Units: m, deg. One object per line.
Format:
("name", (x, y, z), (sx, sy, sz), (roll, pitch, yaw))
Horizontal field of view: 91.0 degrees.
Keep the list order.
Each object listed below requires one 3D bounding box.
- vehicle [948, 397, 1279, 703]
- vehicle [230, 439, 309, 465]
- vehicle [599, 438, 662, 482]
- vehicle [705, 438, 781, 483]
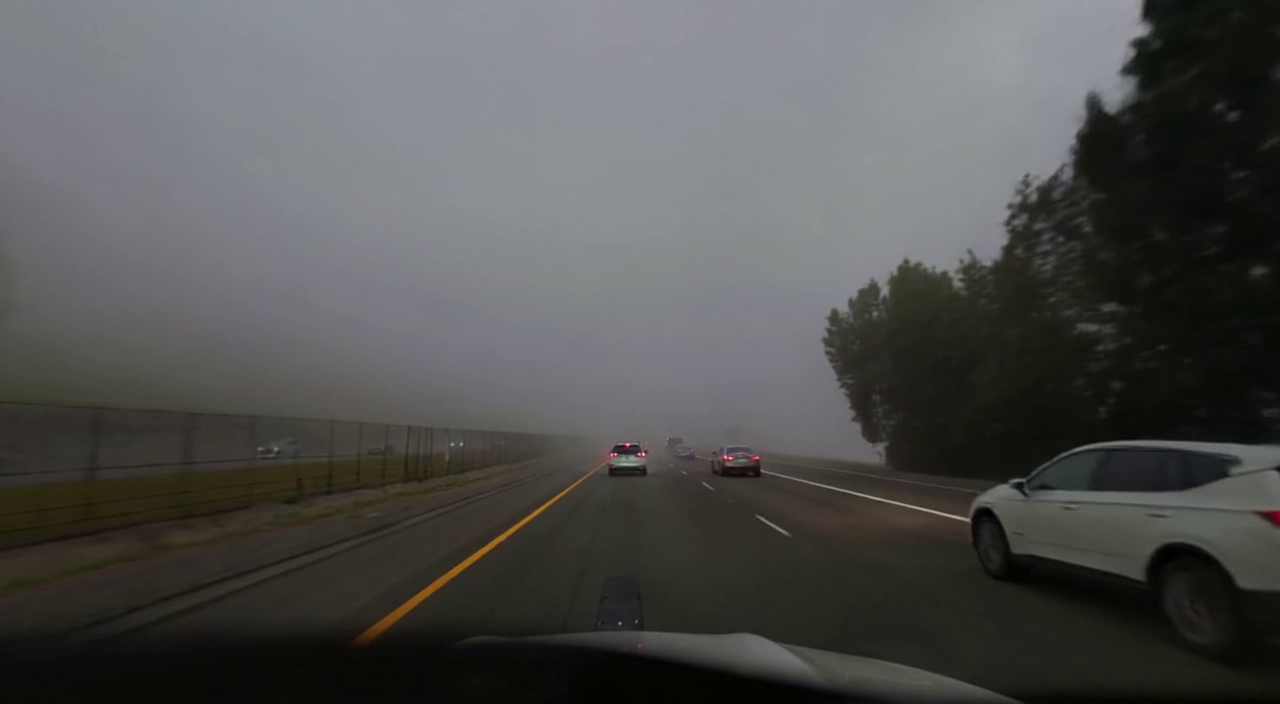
("vehicle", (3.896, 1.080, 3.689), (1.949, 1.493, 4.272), (0, -8, -1))
("vehicle", (-28.784, 7.782, 49.209), (2.262, 1.926, 6.285), (0, -8, 0))
("vehicle", (-0.339, 3.872, 22.793), (2.085, 1.449, 3.860), (0, -8, 0))
("vehicle", (3.629, 3.909, 22.949), (1.957, 1.447, 4.241), (0, -8, -2))
